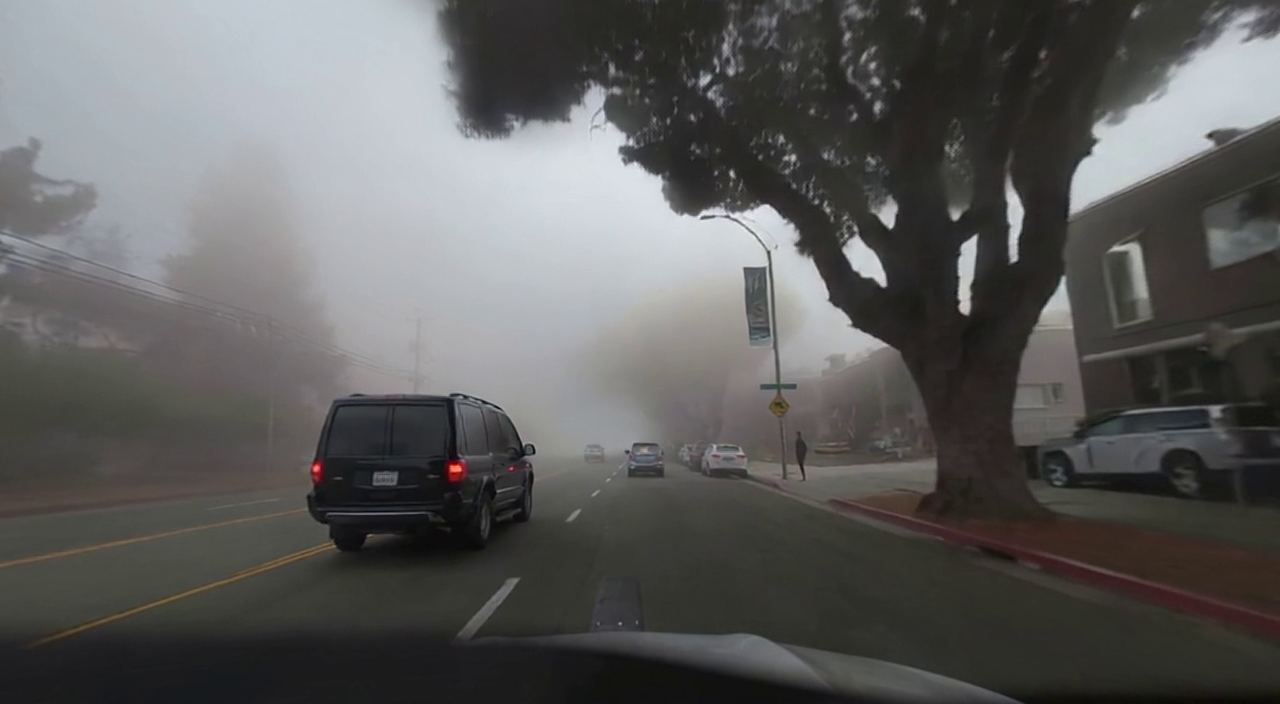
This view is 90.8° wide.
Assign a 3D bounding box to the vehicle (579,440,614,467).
[{"bbox_3d":[-2.896,6.870,42.909,2.028,1.689,4.162,0,-9,1],"label":"vehicle"}]

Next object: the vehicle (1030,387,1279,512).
[{"bbox_3d":[10.589,1.910,12.580,2.062,1.897,5.751,0,-8,1],"label":"vehicle"}]

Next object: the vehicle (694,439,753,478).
[{"bbox_3d":[3.803,4.947,29.664,1.947,1.646,4.782,0,-9,-2],"label":"vehicle"}]

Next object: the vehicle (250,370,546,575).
[{"bbox_3d":[-2.896,1.620,9.188,2.213,2.123,5.124,0,-9,0],"label":"vehicle"}]

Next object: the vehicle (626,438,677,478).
[{"bbox_3d":[0.484,4.761,28.641,2.126,1.657,4.132,0,-9,0],"label":"vehicle"}]
